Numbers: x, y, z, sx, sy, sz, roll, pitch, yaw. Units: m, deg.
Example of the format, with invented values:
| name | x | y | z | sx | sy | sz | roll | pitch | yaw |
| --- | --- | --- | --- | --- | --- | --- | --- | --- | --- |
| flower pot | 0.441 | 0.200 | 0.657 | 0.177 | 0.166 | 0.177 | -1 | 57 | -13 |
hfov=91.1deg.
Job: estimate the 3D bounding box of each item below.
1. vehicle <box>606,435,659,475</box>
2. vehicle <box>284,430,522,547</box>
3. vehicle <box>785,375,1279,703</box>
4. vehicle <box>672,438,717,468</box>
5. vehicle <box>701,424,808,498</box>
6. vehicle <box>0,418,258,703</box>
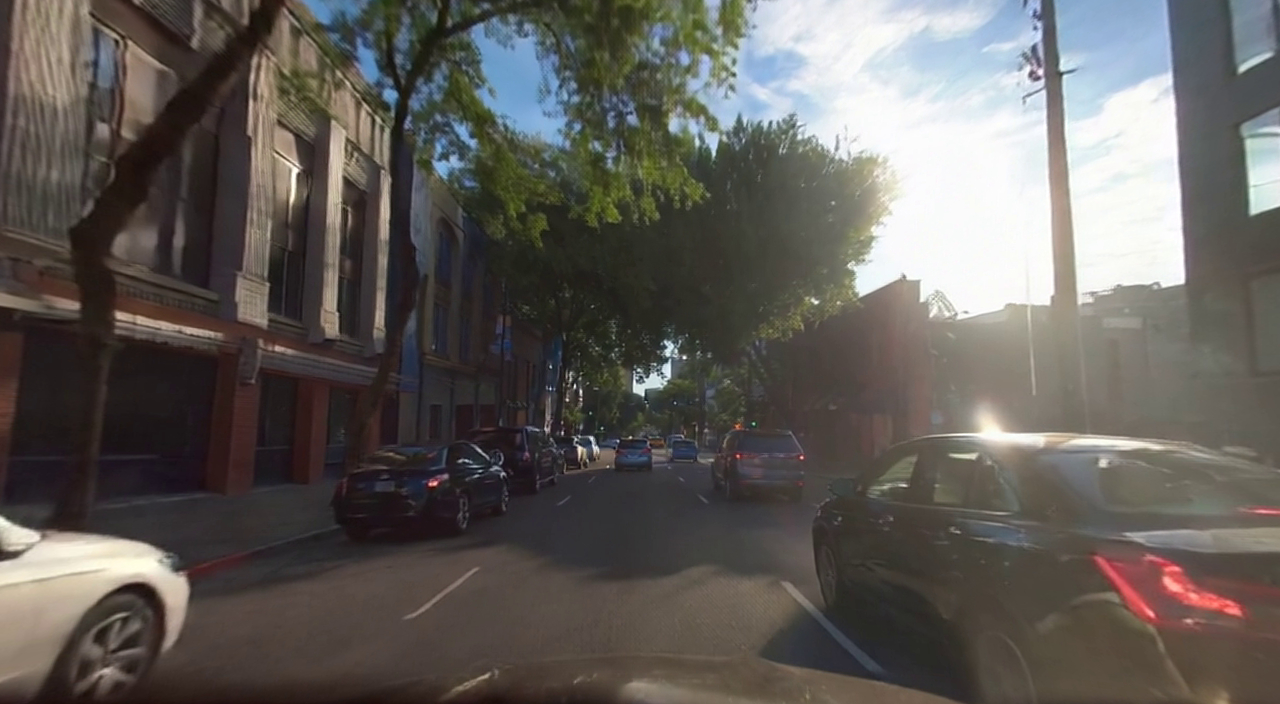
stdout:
| name | x | y | z | sx | sy | sz | roll | pitch | yaw |
| --- | --- | --- | --- | --- | --- | --- | --- | --- | --- |
| vehicle | -0.280 | 4.151 | 25.577 | 2.007 | 1.460 | 3.923 | 0 | -8 | 0 |
| vehicle | -3.483 | 2.081 | 10.440 | 1.972 | 1.471 | 4.795 | 0 | -8 | 2 |
| vehicle | 2.457 | 1.122 | 3.698 | 2.080 | 1.495 | 4.591 | 0 | -8 | 0 |
| vehicle | 2.806 | 5.338 | 33.420 | 1.966 | 1.475 | 4.528 | 0 | -8 | -1 |
| vehicle | 2.905 | 2.880 | 17.053 | 2.002 | 1.707 | 4.547 | 0 | -8 | -1 |
| vehicle | -3.611 | 0.925 | 1.961 | 1.954 | 1.462 | 4.407 | 0 | -8 | 2 |
